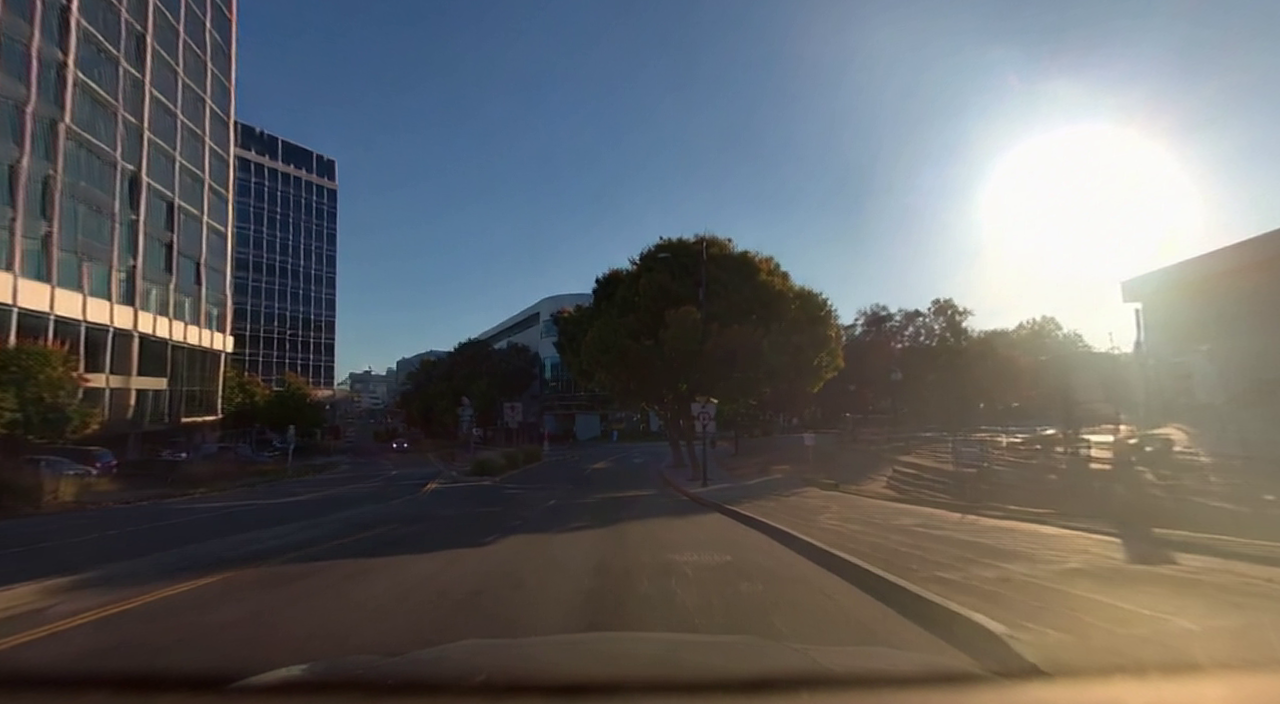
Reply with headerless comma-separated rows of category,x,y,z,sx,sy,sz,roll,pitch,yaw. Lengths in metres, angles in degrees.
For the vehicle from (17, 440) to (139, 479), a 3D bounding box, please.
vehicle,-27.128,5.163,30.526,4.473,1.778,2.125,-2,-9,15
